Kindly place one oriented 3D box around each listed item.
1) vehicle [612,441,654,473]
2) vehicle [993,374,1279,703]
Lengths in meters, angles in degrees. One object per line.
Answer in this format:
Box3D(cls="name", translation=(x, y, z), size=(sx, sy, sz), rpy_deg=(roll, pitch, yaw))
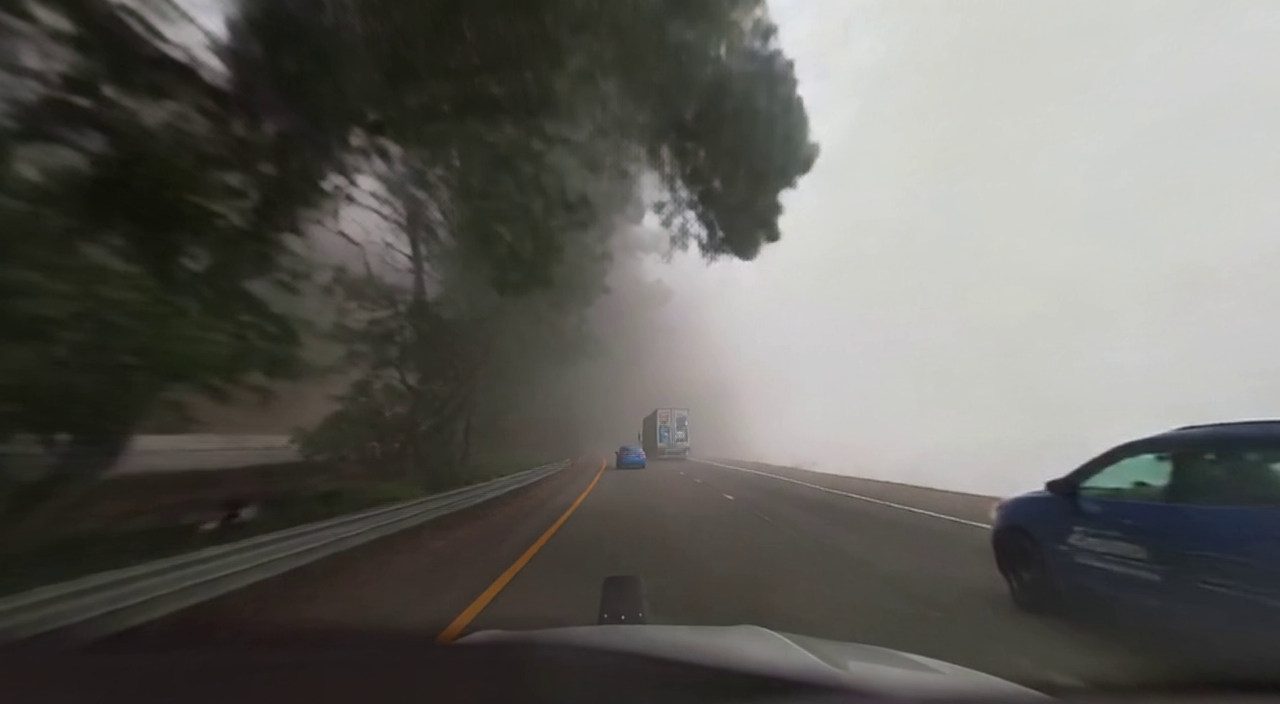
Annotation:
Box3D(cls="vehicle", translation=(-0.408, 5.100, 30.770), size=(1.913, 1.460, 3.610), rpy_deg=(0, -9, -3))
Box3D(cls="vehicle", translation=(3.951, 0.902, 2.852), size=(1.977, 1.599, 4.605), rpy_deg=(0, -9, -1))
